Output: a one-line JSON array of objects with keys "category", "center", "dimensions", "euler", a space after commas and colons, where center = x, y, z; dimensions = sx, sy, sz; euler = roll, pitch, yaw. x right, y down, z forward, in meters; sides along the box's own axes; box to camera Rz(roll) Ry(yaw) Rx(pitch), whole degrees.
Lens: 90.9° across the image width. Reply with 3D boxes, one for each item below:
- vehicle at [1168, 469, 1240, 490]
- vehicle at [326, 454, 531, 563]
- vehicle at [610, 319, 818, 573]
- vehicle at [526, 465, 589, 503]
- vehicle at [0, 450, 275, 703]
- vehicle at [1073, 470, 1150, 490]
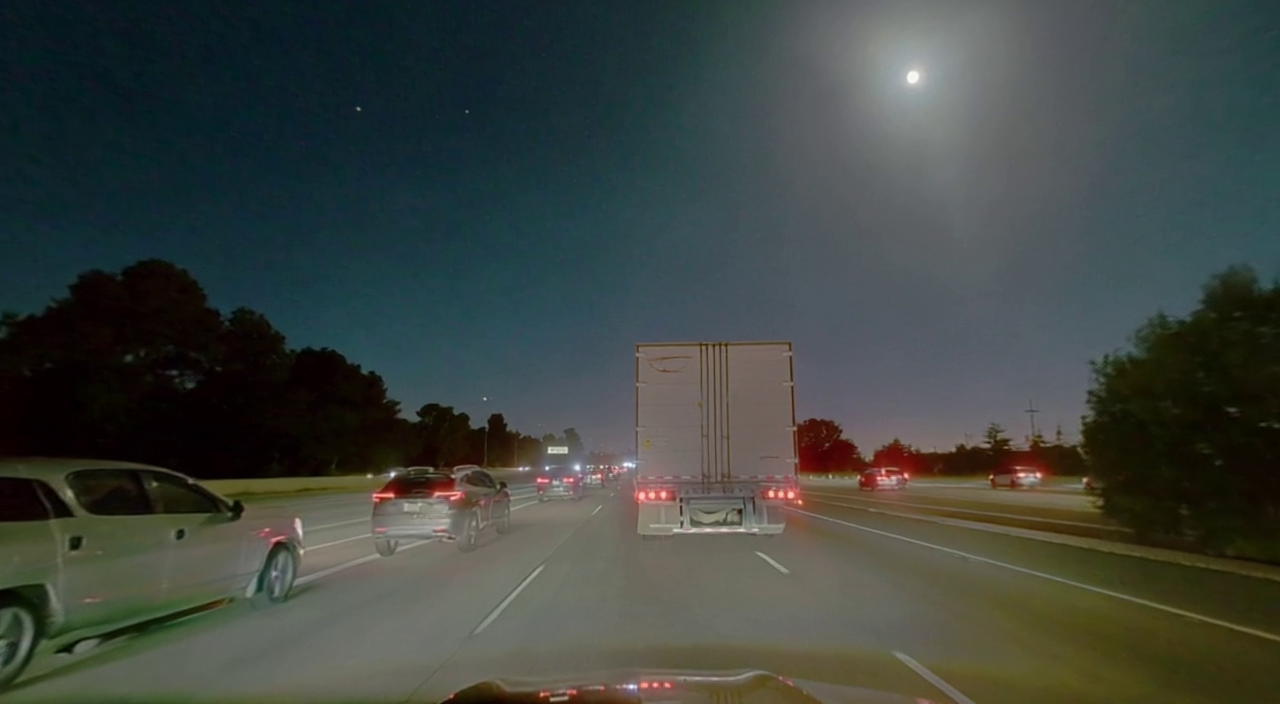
[{"category": "vehicle", "center": [43.462, 9.823, 48.578], "dimensions": [3.974, 1.485, 1.709], "euler": [1, -11, -4]}, {"category": "vehicle", "center": [-3.430, 2.684, 11.406], "dimensions": [1.983, 1.509, 4.679], "euler": [0, -11, 1]}, {"category": "vehicle", "center": [1.143, 2.049, 13.178], "dimensions": [2.831, 3.529, 8.689], "euler": [0, -11, 2]}, {"category": "vehicle", "center": [-3.438, 5.620, 27.060], "dimensions": [1.964, 1.482, 4.371], "euler": [0, -11, 2]}, {"category": "vehicle", "center": [-4.223, 1.179, 3.111], "dimensions": [2.043, 1.391, 4.515], "euler": [0, -11, 1]}, {"category": "vehicle", "center": [36.266, 9.867, 48.544], "dimensions": [4.299, 1.465, 1.807], "euler": [-1, -11, 7]}]
